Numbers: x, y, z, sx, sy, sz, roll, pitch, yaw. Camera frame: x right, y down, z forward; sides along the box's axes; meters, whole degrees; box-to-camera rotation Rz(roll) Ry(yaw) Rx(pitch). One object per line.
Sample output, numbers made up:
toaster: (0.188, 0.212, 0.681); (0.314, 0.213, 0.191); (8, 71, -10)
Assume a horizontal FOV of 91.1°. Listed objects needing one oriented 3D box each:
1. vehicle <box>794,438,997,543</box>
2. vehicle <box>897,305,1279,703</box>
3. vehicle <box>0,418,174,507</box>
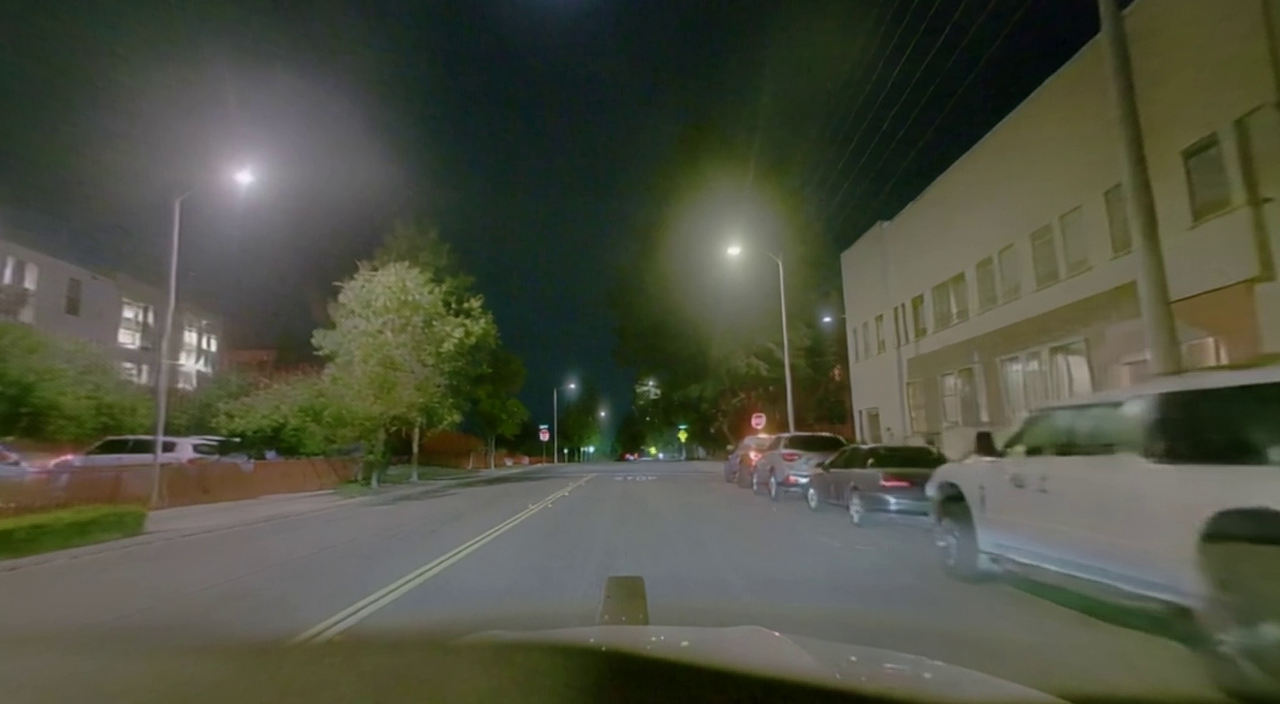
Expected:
vehicle: (4.227, 2.323, 11.268); (1.801, 1.491, 4.308); (0, -8, 0)
vehicle: (4.018, 0.962, 4.013); (2.292, 1.974, 5.853); (0, -8, 0)
vehicle: (-16.441, 3.080, 17.338); (5.490, 2.067, 2.220); (-5, -7, 1)
